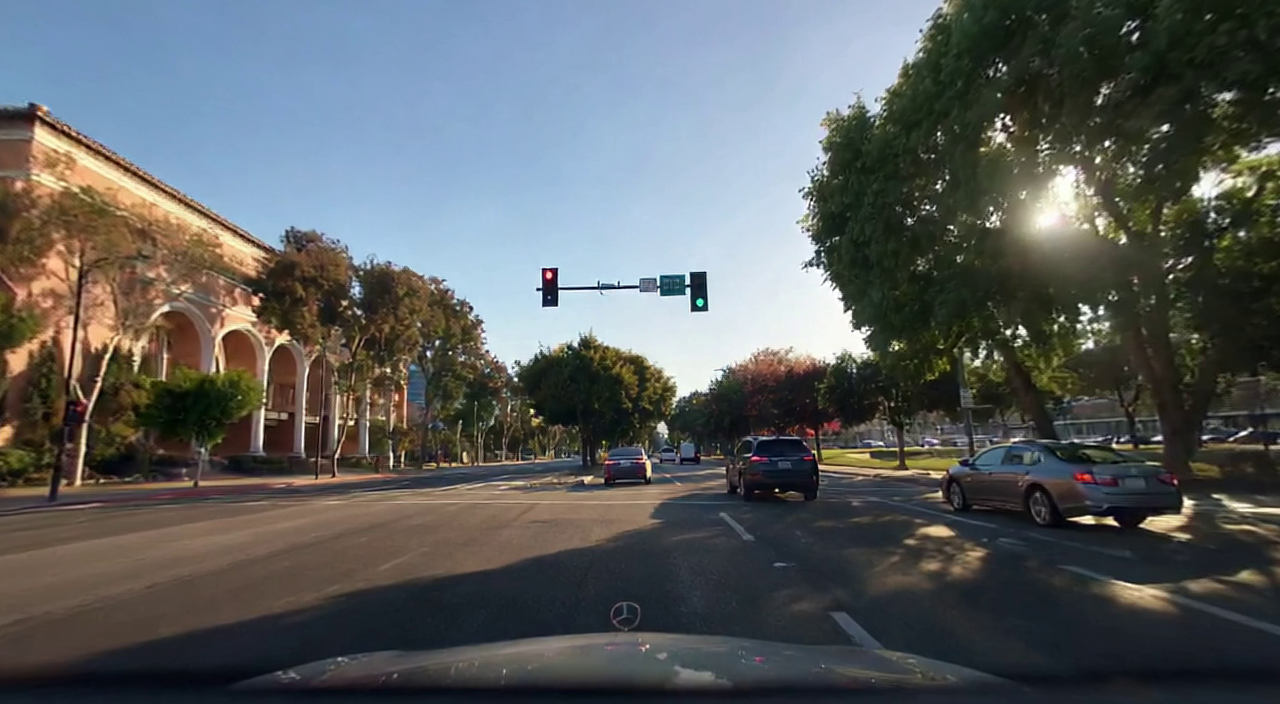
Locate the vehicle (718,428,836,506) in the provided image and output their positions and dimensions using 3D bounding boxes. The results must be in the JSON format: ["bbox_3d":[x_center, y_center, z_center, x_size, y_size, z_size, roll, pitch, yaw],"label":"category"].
[{"bbox_3d":[3.435,2.975,16.762,2.036,1.757,4.300,0,-9,-2],"label":"vehicle"}]

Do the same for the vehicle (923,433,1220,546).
[{"bbox_3d":[6.701,2.144,10.565,1.868,1.472,4.274,0,-9,-1],"label":"vehicle"}]

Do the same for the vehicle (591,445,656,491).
[{"bbox_3d":[-0.578,3.973,22.002,2.054,1.446,3.969,0,-9,-1],"label":"vehicle"}]
